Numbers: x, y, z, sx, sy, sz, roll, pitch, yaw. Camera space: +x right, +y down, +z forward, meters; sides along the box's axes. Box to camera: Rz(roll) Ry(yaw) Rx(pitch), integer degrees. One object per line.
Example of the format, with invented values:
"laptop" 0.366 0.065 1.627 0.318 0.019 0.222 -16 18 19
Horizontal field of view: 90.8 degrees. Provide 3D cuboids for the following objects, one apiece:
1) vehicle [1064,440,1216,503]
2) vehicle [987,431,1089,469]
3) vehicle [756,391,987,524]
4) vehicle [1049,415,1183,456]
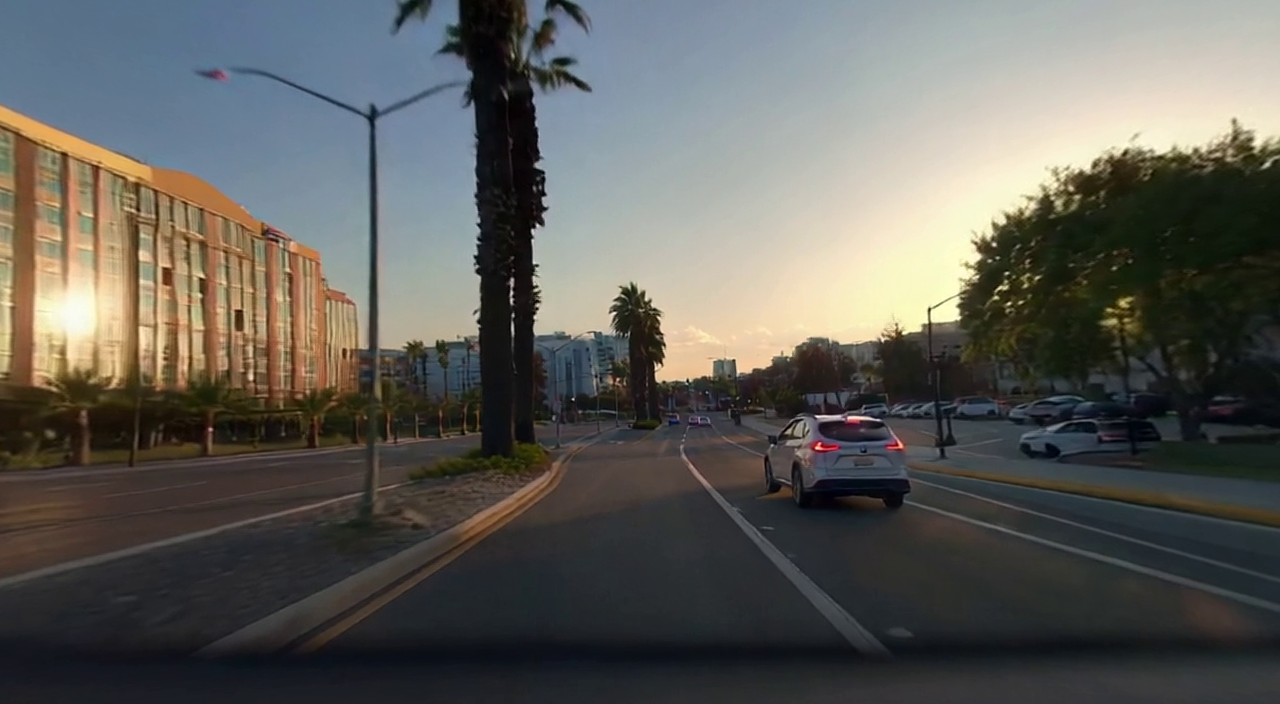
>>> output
"vehicle" 17.751 4.194 22.734 1.909 1.442 4.265 -4 -2 -2
"vehicle" 17.859 4.423 28.639 1.818 1.568 4.309 -1 -8 1
"vehicle" 3.607 1.777 11.062 2.219 1.795 4.718 0 -8 0
"vehicle" 25.058 4.374 33.427 4.991 1.798 2.501 -3 -5 1
